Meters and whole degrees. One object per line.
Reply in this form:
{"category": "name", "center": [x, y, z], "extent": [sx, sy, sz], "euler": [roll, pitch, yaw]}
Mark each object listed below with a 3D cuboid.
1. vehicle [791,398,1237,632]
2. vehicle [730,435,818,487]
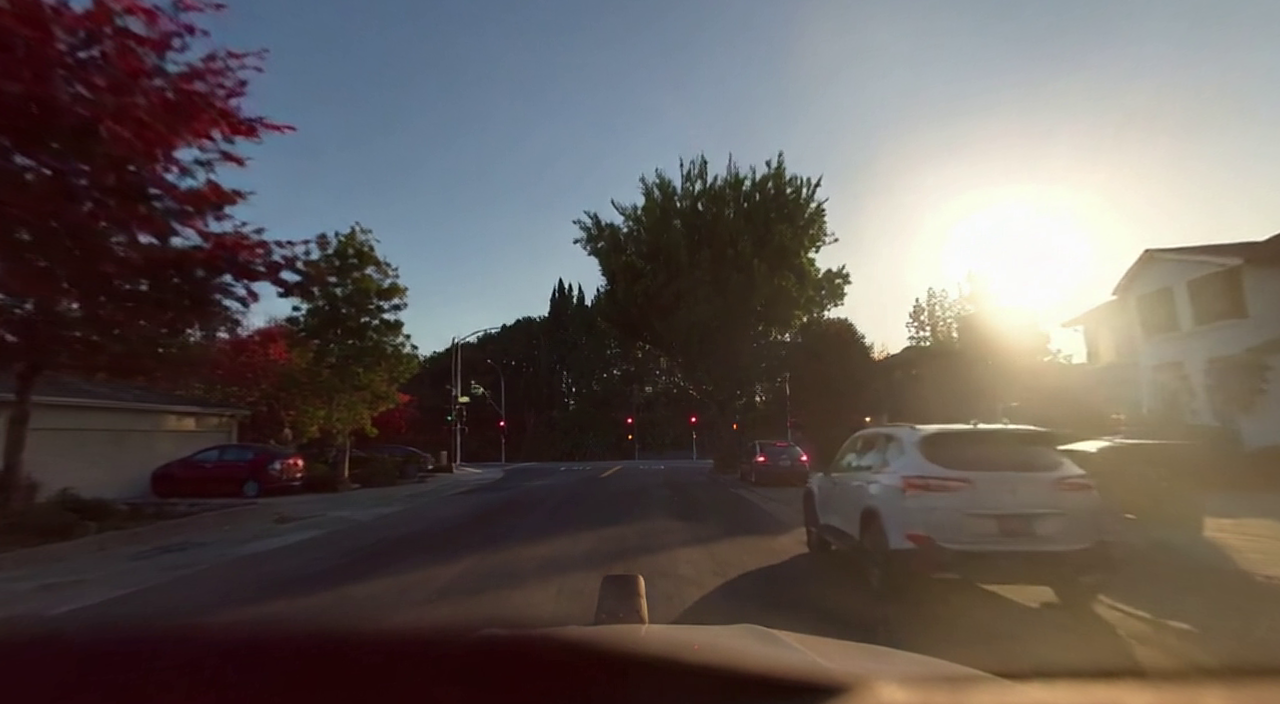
{"category": "vehicle", "center": [3.123, 1.459, 6.696], "extent": [2.037, 1.595, 4.536], "euler": [-1, -8, 2]}
{"category": "vehicle", "center": [4.259, 3.531, 20.879], "extent": [2.065, 1.478, 4.828], "euler": [-1, -8, 3]}
